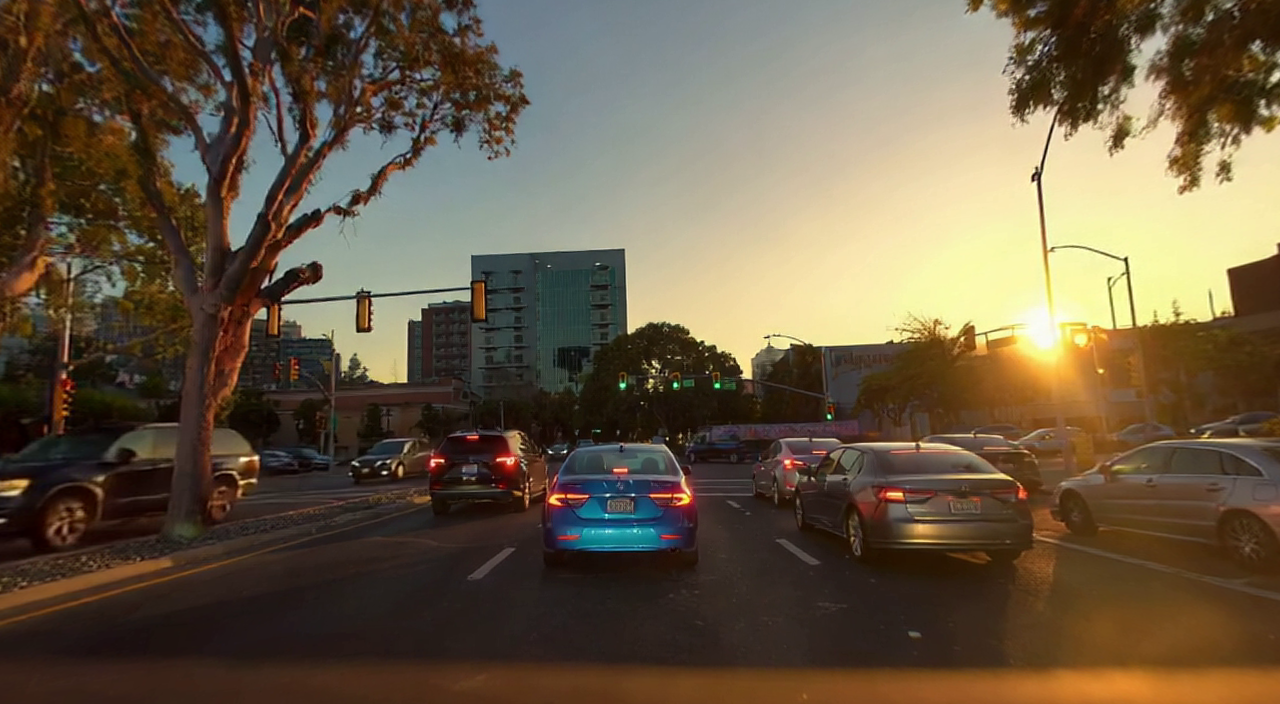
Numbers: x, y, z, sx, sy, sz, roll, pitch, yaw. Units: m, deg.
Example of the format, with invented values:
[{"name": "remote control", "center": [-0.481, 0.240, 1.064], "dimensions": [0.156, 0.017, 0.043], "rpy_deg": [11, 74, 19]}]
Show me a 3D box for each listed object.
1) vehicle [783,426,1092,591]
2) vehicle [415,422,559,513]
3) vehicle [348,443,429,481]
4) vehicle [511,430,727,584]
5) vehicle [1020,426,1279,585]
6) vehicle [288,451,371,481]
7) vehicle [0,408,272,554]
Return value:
[{"name": "vehicle", "center": [3.235, 1.759, 8.001], "dimensions": [2.020, 1.513, 4.120], "rpy_deg": [0, -8, 2]}, {"name": "vehicle", "center": [-3.434, 2.714, 15.417], "dimensions": [2.160, 1.823, 5.115], "rpy_deg": [0, -8, 1]}, {"name": "vehicle", "center": [-12.008, 5.240, 30.465], "dimensions": [1.959, 1.704, 4.410], "rpy_deg": [0, -8, 2]}, {"name": "vehicle", "center": [-0.181, 1.800, 8.165], "dimensions": [2.098, 1.477, 3.897], "rpy_deg": [0, -8, 1]}, {"name": "vehicle", "center": [7.148, 1.731, 7.824], "dimensions": [2.004, 1.508, 4.646], "rpy_deg": [0, -8, 0]}, {"name": "vehicle", "center": [-19.489, 7.120, 39.743], "dimensions": [1.898, 1.671, 4.238], "rpy_deg": [-8, -12, 44]}, {"name": "vehicle", "center": [-8.741, 2.031, 10.661], "dimensions": [2.140, 1.892, 4.689], "rpy_deg": [0, -8, 1]}]
